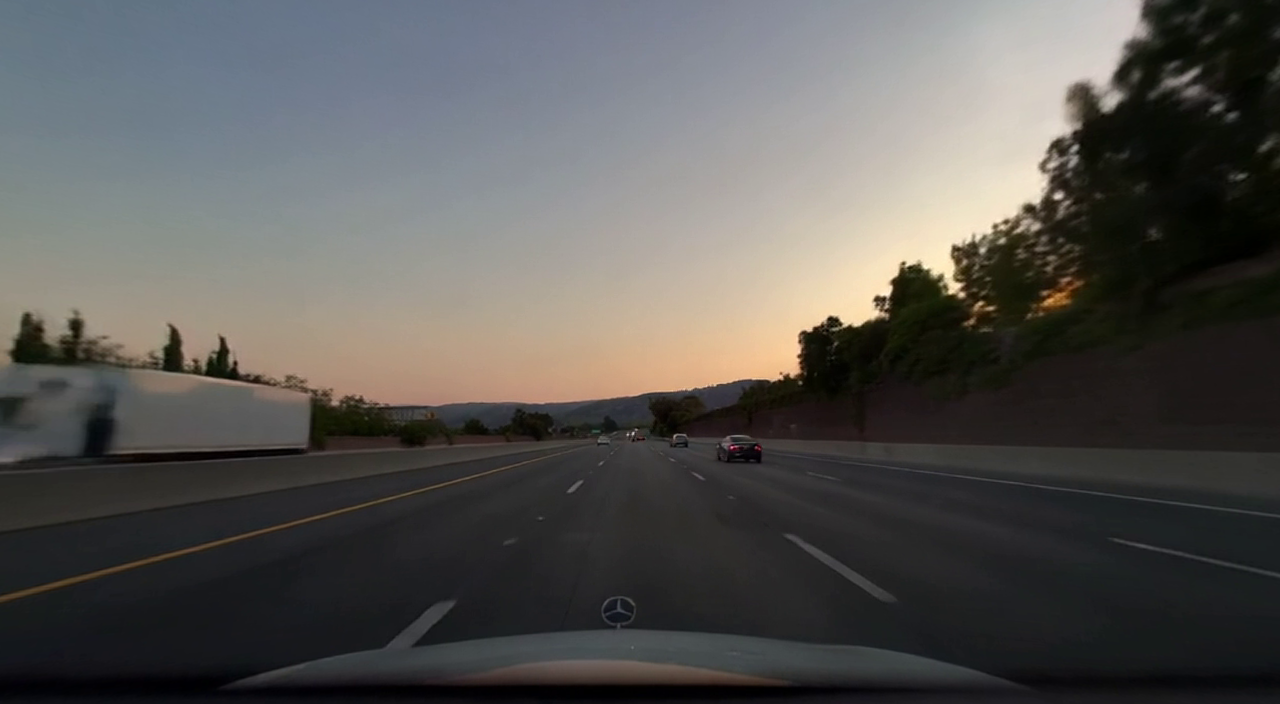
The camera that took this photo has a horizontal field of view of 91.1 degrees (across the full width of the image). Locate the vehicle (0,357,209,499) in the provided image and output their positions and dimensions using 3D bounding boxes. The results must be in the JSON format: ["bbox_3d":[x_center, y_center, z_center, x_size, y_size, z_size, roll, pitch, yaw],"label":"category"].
[{"bbox_3d":[-18.122,2.446,20.354,3.380,3.797,6.784,1,-7,-1],"label":"vehicle"}]

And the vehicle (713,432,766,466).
[{"bbox_3d":[4.586,4.526,29.584,1.802,1.492,3.804,0,-8,-1],"label":"vehicle"}]
